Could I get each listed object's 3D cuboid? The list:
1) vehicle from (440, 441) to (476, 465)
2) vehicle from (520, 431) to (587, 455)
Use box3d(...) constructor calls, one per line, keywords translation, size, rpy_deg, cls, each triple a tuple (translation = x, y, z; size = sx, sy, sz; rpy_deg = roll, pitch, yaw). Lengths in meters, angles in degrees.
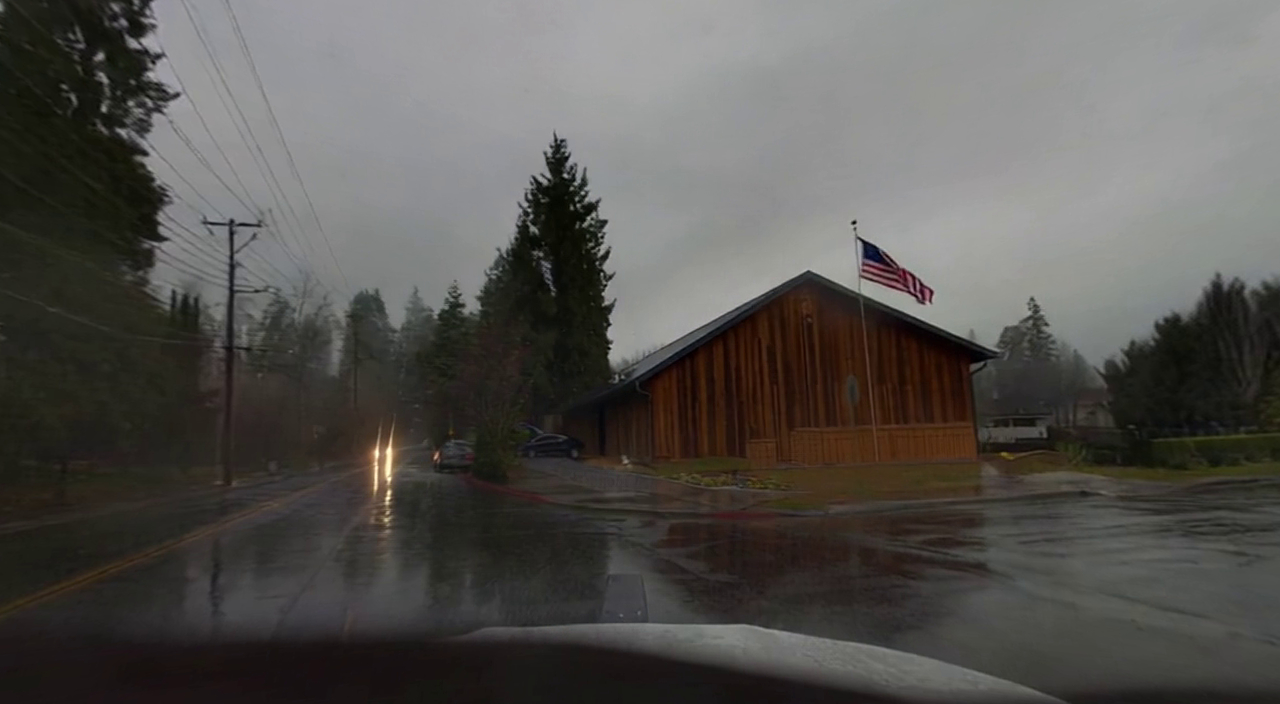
box3d(translation=(-11.882, 6.544, 41.111), size=(1.941, 1.460, 4.206), rpy_deg=(3, -9, -19), cls="vehicle")
box3d(translation=(-6.671, 7.010, 48.672), size=(4.767, 1.735, 1.920), rpy_deg=(3, -9, -19), cls="vehicle")
